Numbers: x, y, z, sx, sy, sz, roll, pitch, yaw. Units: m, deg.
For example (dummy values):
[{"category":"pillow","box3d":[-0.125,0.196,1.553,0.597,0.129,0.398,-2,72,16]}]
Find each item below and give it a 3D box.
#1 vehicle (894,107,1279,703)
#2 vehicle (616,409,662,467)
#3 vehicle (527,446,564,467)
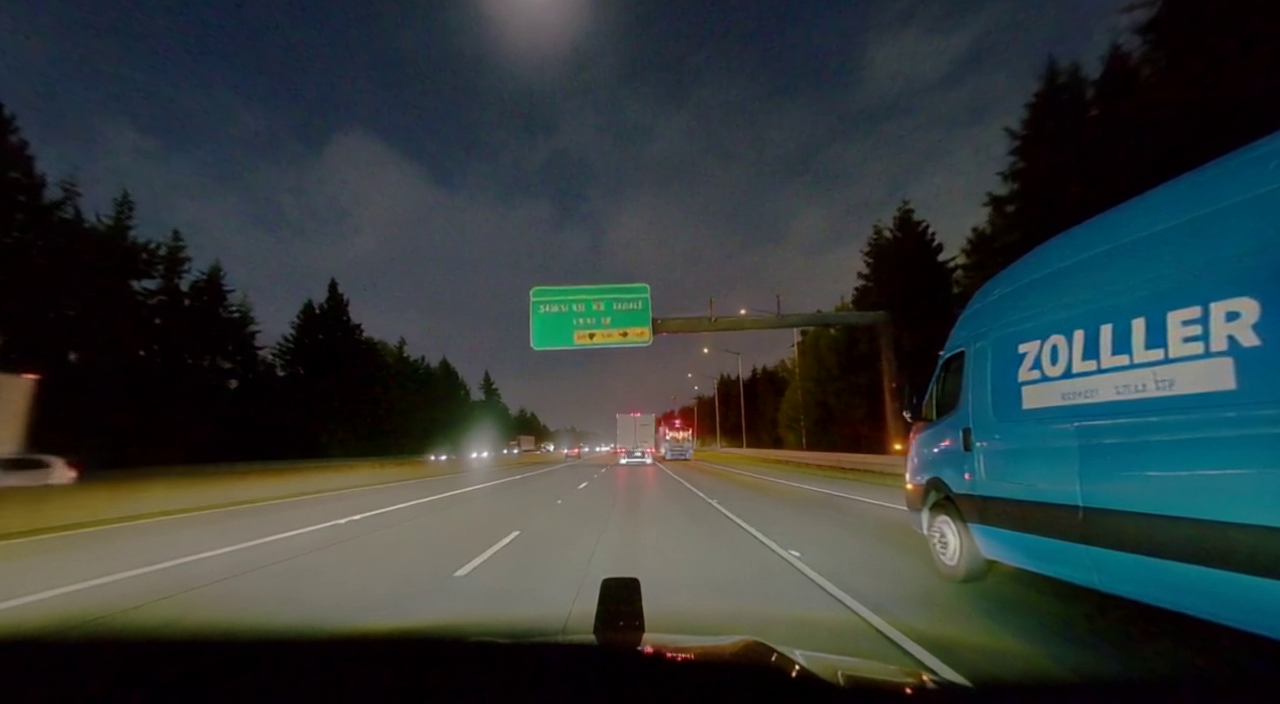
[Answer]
[{"category":"vehicle","box3d":[3.780,0.443,3.178,2.338,2.690,6.025,0,-9,-1]},{"category":"vehicle","box3d":[-0.115,6.873,49.899,3.201,4.019,10.918,0,-9,0]},{"category":"vehicle","box3d":[-7.055,7.875,47.619,2.069,1.495,4.698,0,-9,0]}]
